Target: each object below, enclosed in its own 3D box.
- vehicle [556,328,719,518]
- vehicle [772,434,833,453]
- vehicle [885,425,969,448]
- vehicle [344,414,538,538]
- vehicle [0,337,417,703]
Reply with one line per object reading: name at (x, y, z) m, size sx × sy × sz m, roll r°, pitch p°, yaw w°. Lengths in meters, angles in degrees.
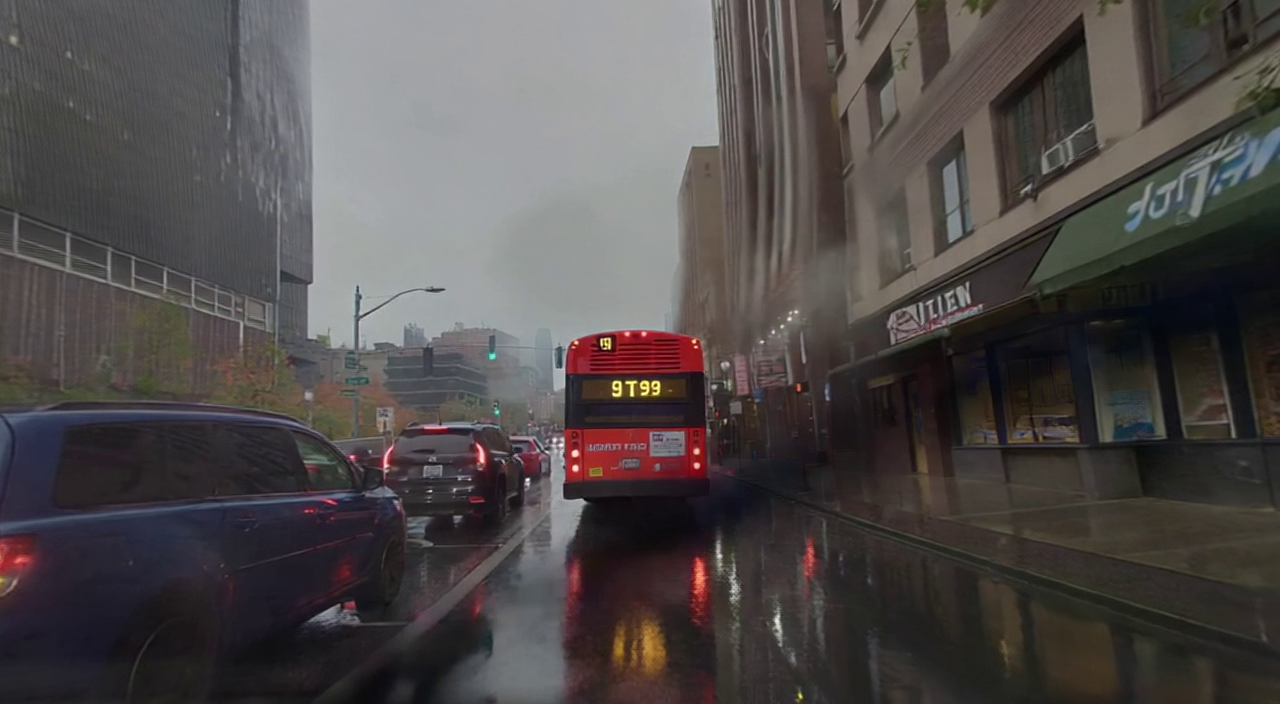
vehicle at (-0.297, 2.005, 16.560) m, size 2.938 × 3.468 × 9.972 m, roll 0°, pitch -9°, yaw -3°
vehicle at (11.950, 6.742, 46.664) m, size 3.949 × 1.337 × 1.738 m, roll 0°, pitch -9°, yaw -3°
vehicle at (19.432, 5.755, 42.918) m, size 4.774 × 1.492 × 1.802 m, roll 0°, pitch -9°, yaw -1°
vehicle at (-3.345, 2.198, 11.787) m, size 2.096 × 1.828 × 4.669 m, roll 0°, pitch -8°, yaw 0°
vehicle at (-3.212, 1.093, 3.980) m, size 2.020 × 1.725 × 4.384 m, roll 0°, pitch -8°, yaw 0°
